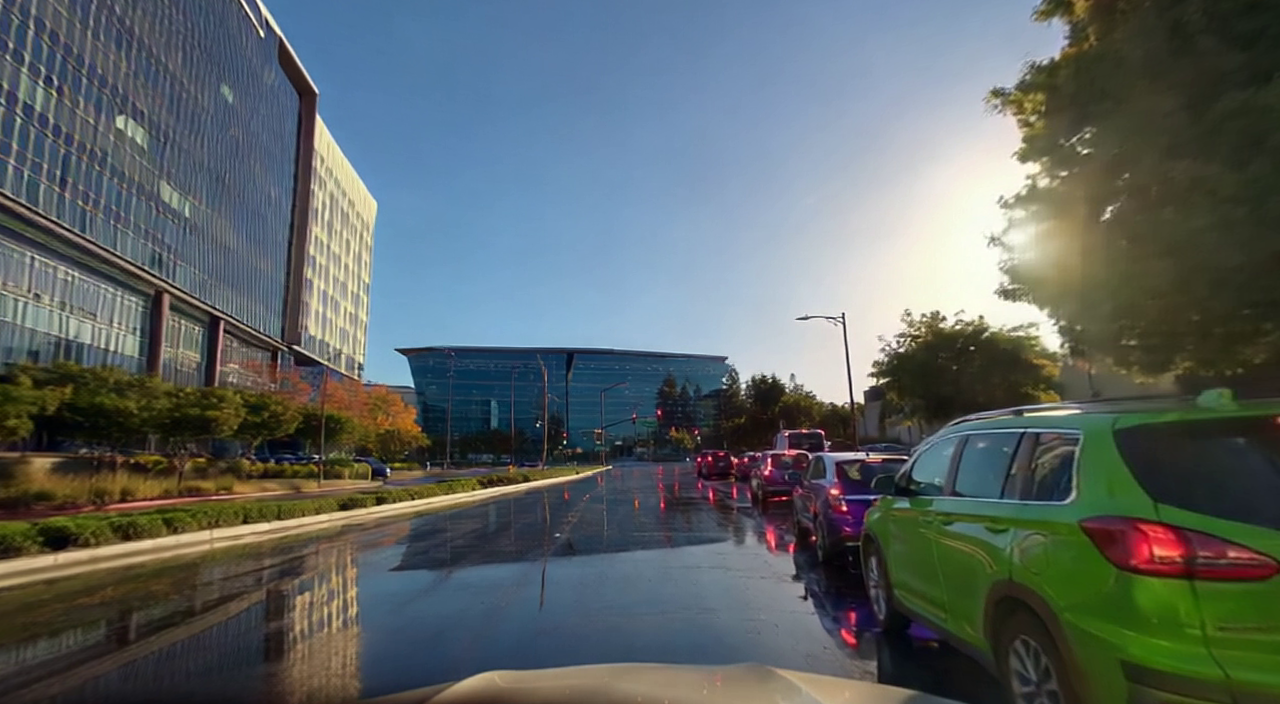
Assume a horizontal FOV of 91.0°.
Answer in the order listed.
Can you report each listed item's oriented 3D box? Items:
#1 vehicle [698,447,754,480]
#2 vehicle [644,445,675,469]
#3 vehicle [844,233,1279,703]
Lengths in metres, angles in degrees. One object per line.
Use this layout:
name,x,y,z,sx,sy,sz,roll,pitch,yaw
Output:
vehicle,4.257,5.597,31.813,2.183,1.553,3.923,0,-9,-2
vehicle,1.549,8.146,49.152,2.121,1.728,4.161,-1,-9,5
vehicle,2.475,0.968,3.157,2.092,1.703,4.870,-2,-9,11
